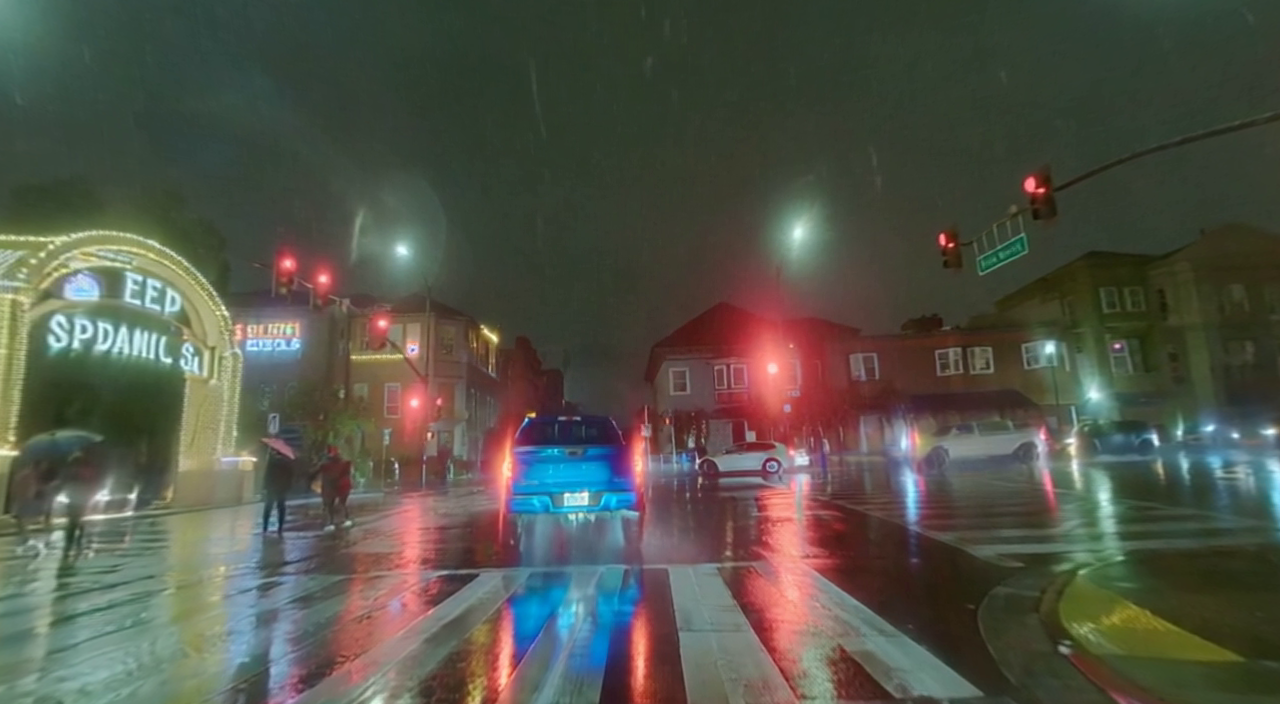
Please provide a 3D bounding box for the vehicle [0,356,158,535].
[{"bbox_3d":[-22.353,2.682,18.278,13.729,4.662,3.300,0,-9,0],"label":"vehicle"}]

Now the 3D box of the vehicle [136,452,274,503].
[{"bbox_3d":[-18.644,5.392,27.205,4.398,2.057,1.959,0,-9,-1],"label":"vehicle"}]

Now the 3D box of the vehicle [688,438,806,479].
[{"bbox_3d":[4.241,4.314,25.684,4.515,1.583,1.920,-1,-9,3],"label":"vehicle"}]

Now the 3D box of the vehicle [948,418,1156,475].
[{"bbox_3d":[11.566,2.692,17.931,4.600,1.506,1.878,0,-9,-1],"label":"vehicle"}]

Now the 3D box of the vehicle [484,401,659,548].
[{"bbox_3d":[-1.497,2.132,11.739,2.477,2.020,5.534,2,-9,-12],"label":"vehicle"}]

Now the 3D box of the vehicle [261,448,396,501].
[{"bbox_3d":[-13.324,5.226,27.163,4.799,1.909,2.011,-3,-7,2],"label":"vehicle"}]
